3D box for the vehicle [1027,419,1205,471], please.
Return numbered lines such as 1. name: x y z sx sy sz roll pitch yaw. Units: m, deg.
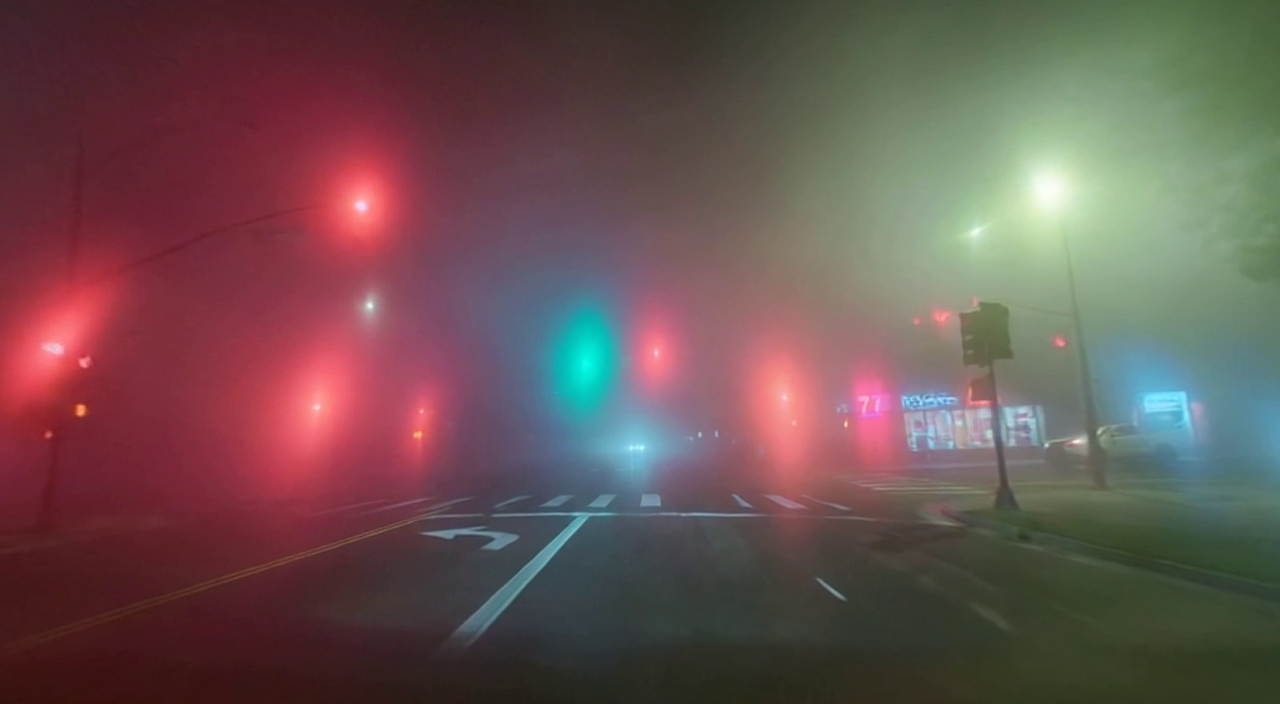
1. vehicle: 17.323 3.421 23.134 4.836 1.795 1.957 0 -8 1
